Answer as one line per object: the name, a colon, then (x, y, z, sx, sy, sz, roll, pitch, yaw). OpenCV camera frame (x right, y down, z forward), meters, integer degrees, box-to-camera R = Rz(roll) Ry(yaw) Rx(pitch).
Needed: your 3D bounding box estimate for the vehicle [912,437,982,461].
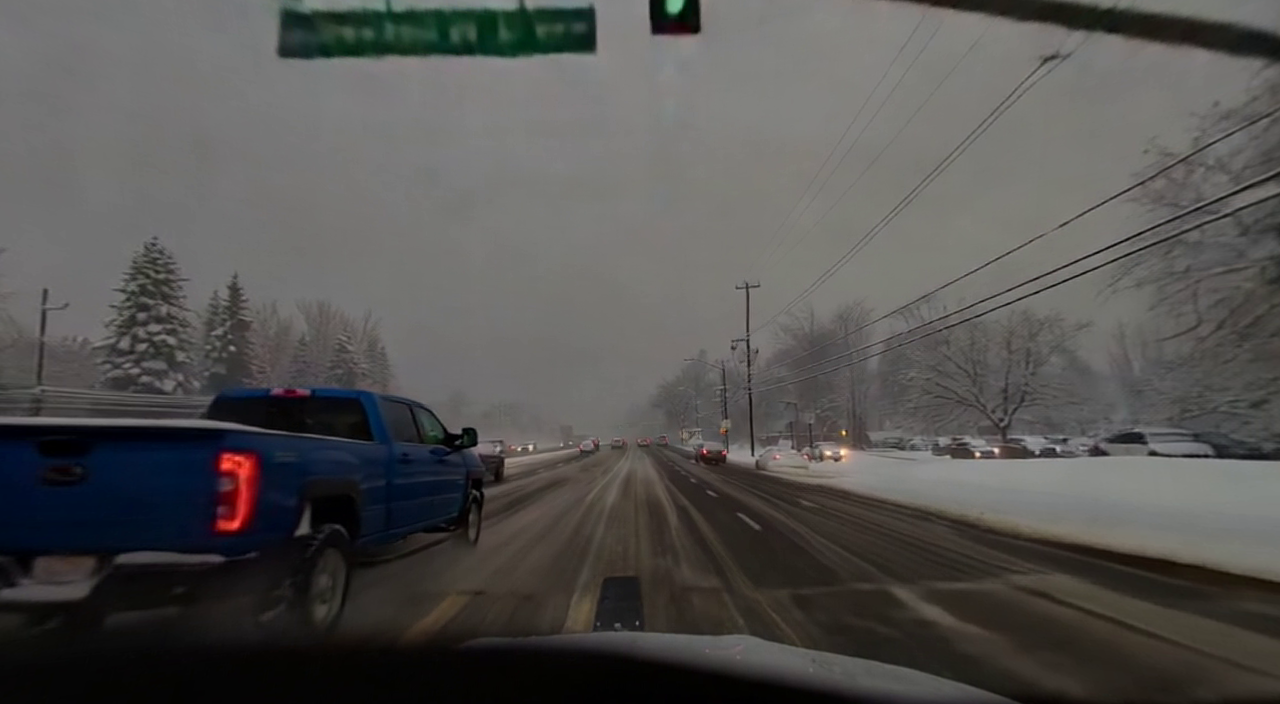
vehicle: (21.998, 6.978, 45.472, 1.860, 1.597, 4.261, 3, -9, -23)

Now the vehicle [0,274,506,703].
vehicle: (-3.071, 1.112, 5.516, 2.467, 1.991, 6.089, 0, -8, 0)

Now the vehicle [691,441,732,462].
vehicle: (4.994, 7.048, 44.896, 2.071, 1.435, 4.226, 1, -9, -5)

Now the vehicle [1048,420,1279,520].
vehicle: (11.554, 2.310, 12.698, 2.150, 1.735, 5.106, 4, -10, -28)

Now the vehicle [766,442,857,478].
vehicle: (7.442, 4.710, 27.902, 1.840, 1.428, 4.602, 2, -9, -14)
